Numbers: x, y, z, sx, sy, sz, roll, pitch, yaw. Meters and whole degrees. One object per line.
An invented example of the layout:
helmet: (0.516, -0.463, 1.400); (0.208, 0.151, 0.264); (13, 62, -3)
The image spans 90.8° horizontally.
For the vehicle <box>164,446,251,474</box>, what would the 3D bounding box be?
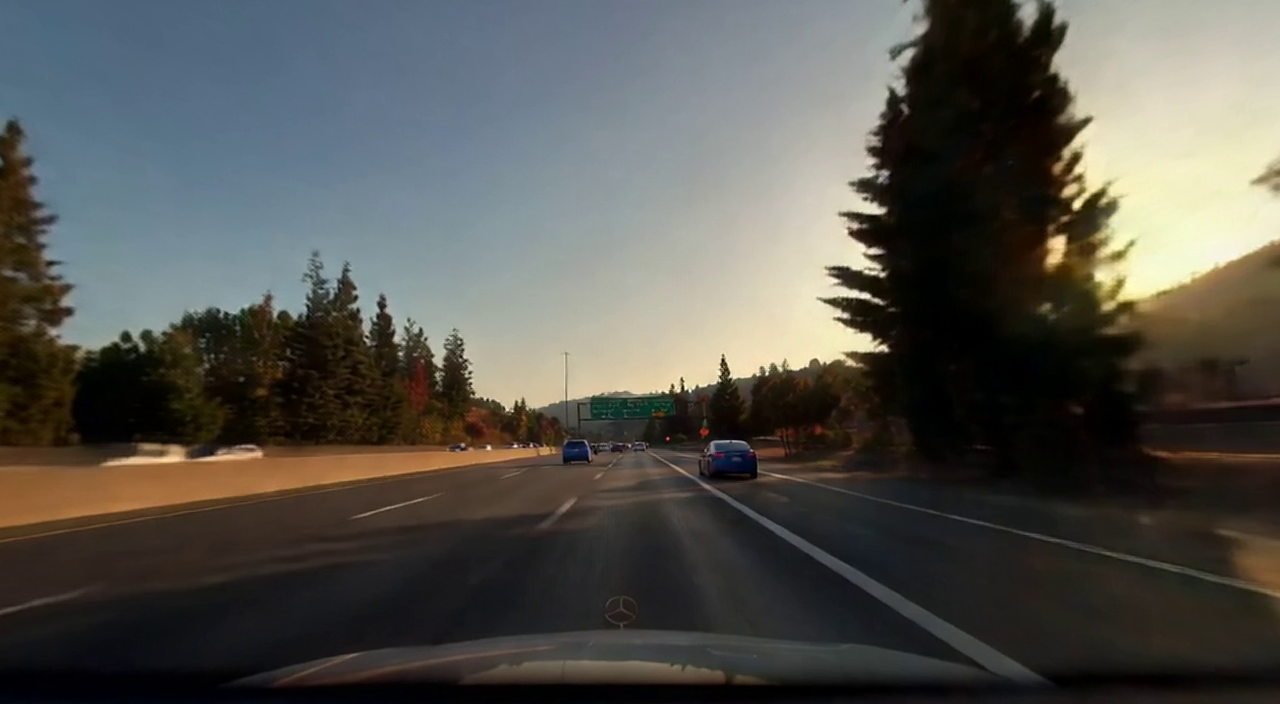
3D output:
vehicle: (-25.020, 6.242, 36.812); (1.891, 1.540, 4.593); (0, -9, -1)

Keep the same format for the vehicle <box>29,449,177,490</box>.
vehicle: (-21.178, 4.607, 25.240); (1.951, 1.473, 4.542); (0, -9, -1)

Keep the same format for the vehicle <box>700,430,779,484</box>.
vehicle: (3.376, 3.689, 22.347); (2.053, 1.714, 4.097); (0, -9, -1)

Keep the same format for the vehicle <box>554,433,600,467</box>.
vehicle: (-3.523, 5.602, 36.103); (2.173, 1.793, 4.564); (0, -9, 0)
